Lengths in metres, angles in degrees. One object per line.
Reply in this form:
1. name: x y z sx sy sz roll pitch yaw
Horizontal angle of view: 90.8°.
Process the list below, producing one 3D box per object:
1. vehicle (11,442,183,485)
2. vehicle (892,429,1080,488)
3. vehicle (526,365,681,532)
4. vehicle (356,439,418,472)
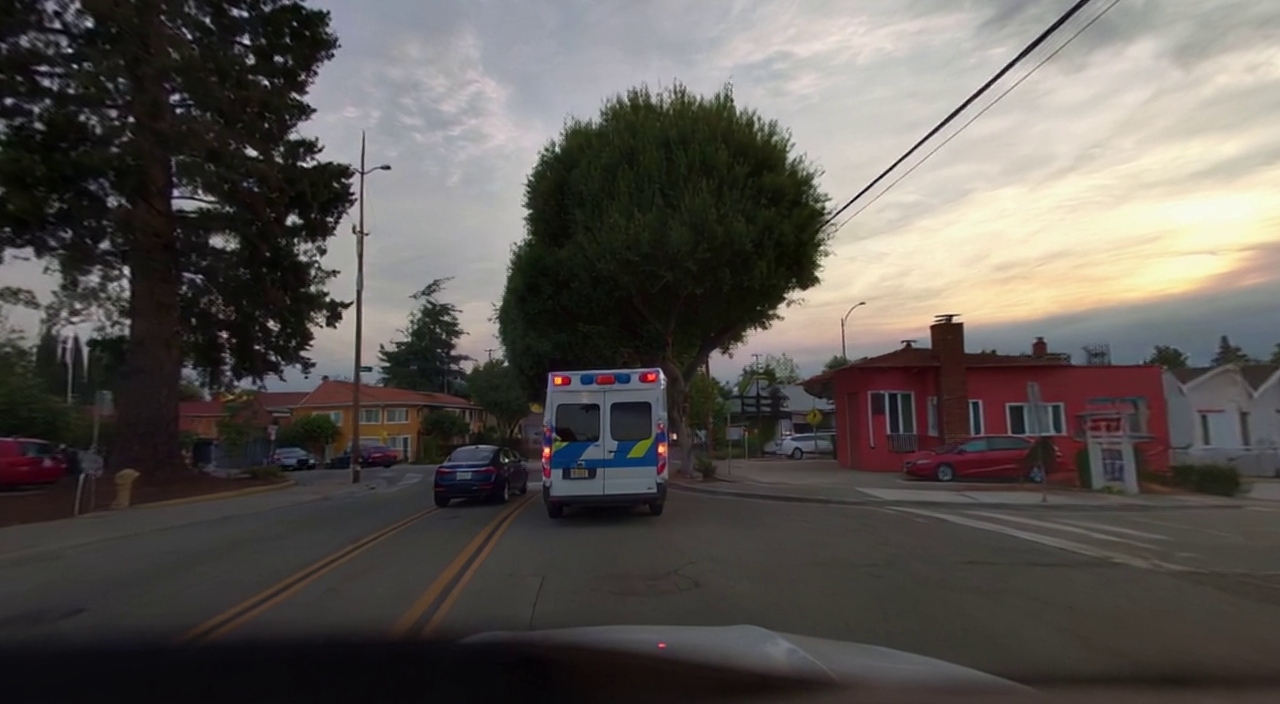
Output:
1. vehicle: -19.860 4.061 23.272 4.412 1.468 1.914 0 -8 -4
2. vehicle: 12.125 3.784 22.574 5.270 1.966 2.329 -2 -9 9
3. vehicle: -0.618 1.919 12.845 2.444 2.640 5.482 0 -8 -1
4. vehicle: -14.877 6.010 36.944 2.290 1.776 4.947 5 -10 -33
